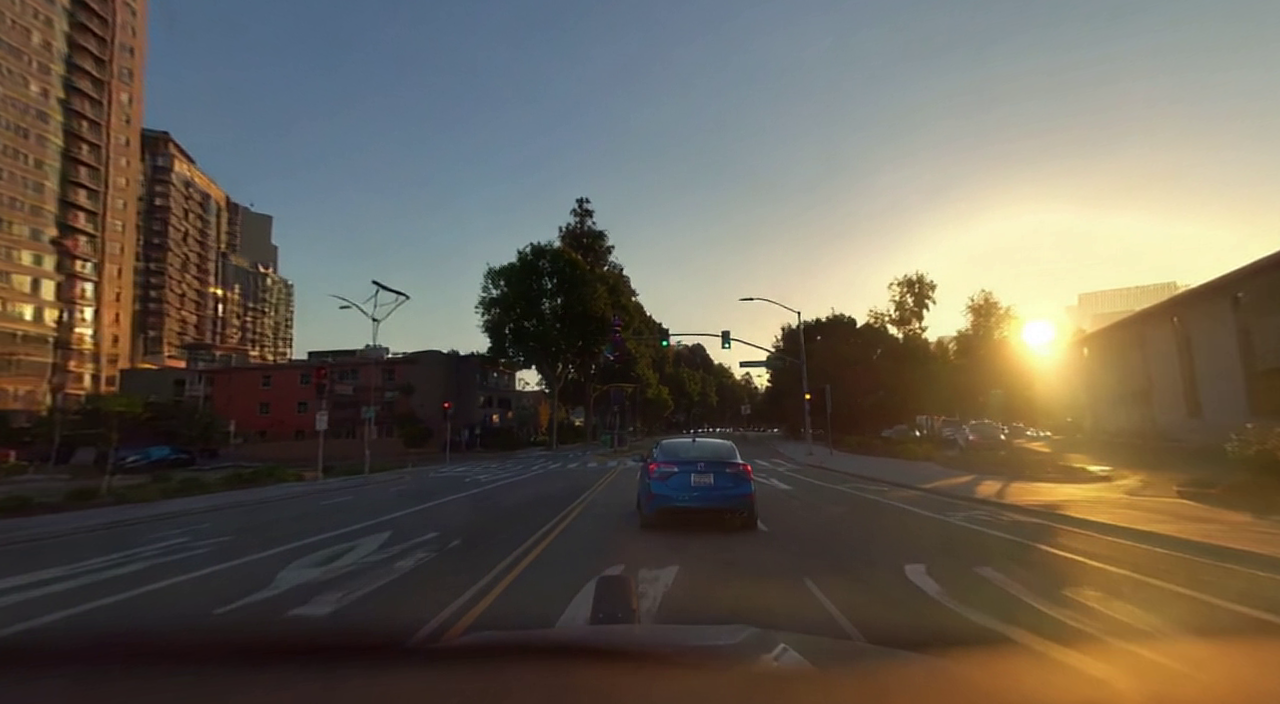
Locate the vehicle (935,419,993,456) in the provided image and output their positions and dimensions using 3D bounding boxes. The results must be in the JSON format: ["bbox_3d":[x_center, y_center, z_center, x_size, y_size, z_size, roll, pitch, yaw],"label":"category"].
[{"bbox_3d":[24.994,6.629,48.700,2.311,2.623,5.870,-2,-8,11],"label":"vehicle"}]

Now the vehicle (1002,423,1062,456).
[{"bbox_3d":[29.917,6.692,48.162,2.176,2.400,4.821,-2,-8,11],"label":"vehicle"}]

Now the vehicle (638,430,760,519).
[{"bbox_3d":[1.054,2.267,12.244,1.950,1.401,4.159,-1,-8,3],"label":"vehicle"}]
